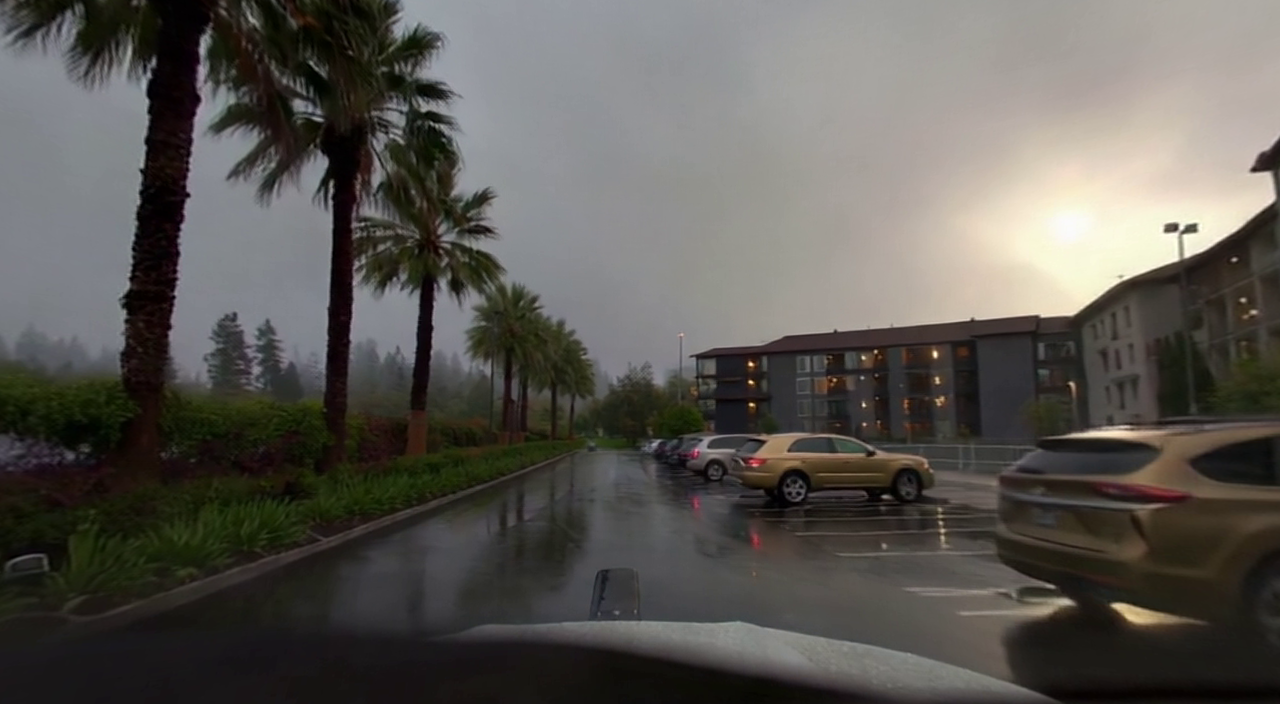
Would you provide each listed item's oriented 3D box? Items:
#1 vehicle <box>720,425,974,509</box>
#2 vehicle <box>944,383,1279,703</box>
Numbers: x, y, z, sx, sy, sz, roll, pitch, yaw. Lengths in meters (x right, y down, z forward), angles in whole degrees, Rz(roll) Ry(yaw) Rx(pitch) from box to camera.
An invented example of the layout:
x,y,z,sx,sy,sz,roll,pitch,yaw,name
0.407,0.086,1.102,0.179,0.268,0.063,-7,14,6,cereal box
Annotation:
x,y,z,sx,sy,sz,roll,pitch,yaw,name
4.812,2.722,15.192,5.381,1.826,2.047,1,-9,-7,vehicle
4.790,1.176,4.068,4.803,1.520,1.894,4,-7,-6,vehicle
